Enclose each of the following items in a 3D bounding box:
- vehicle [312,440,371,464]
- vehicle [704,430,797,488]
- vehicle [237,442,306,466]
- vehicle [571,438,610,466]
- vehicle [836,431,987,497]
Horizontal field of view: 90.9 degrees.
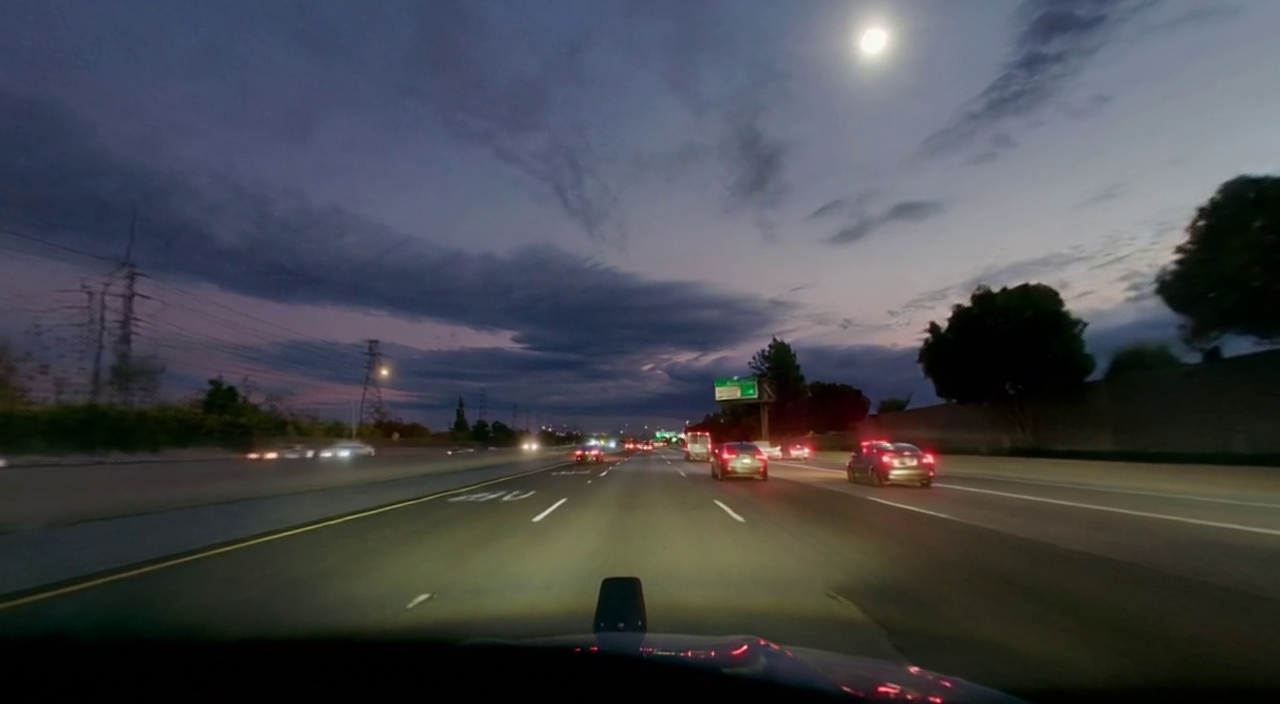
[{"bbox_3d":[-22.010,7.393,46.757,2.003,1.646,4.699,-1,-8,1],"label":"vehicle"},{"bbox_3d":[3.387,3.387,20.323,2.146,1.639,4.475,0,-8,-1],"label":"vehicle"},{"bbox_3d":[-26.727,7.419,45.917,2.001,1.615,4.744,-1,-8,2],"label":"vehicle"},{"bbox_3d":[-3.230,6.642,42.067,2.106,1.682,4.395,-1,-8,2],"label":"vehicle"},{"bbox_3d":[7.193,3.015,17.424,1.988,1.518,4.856,0,-8,0],"label":"vehicle"}]
